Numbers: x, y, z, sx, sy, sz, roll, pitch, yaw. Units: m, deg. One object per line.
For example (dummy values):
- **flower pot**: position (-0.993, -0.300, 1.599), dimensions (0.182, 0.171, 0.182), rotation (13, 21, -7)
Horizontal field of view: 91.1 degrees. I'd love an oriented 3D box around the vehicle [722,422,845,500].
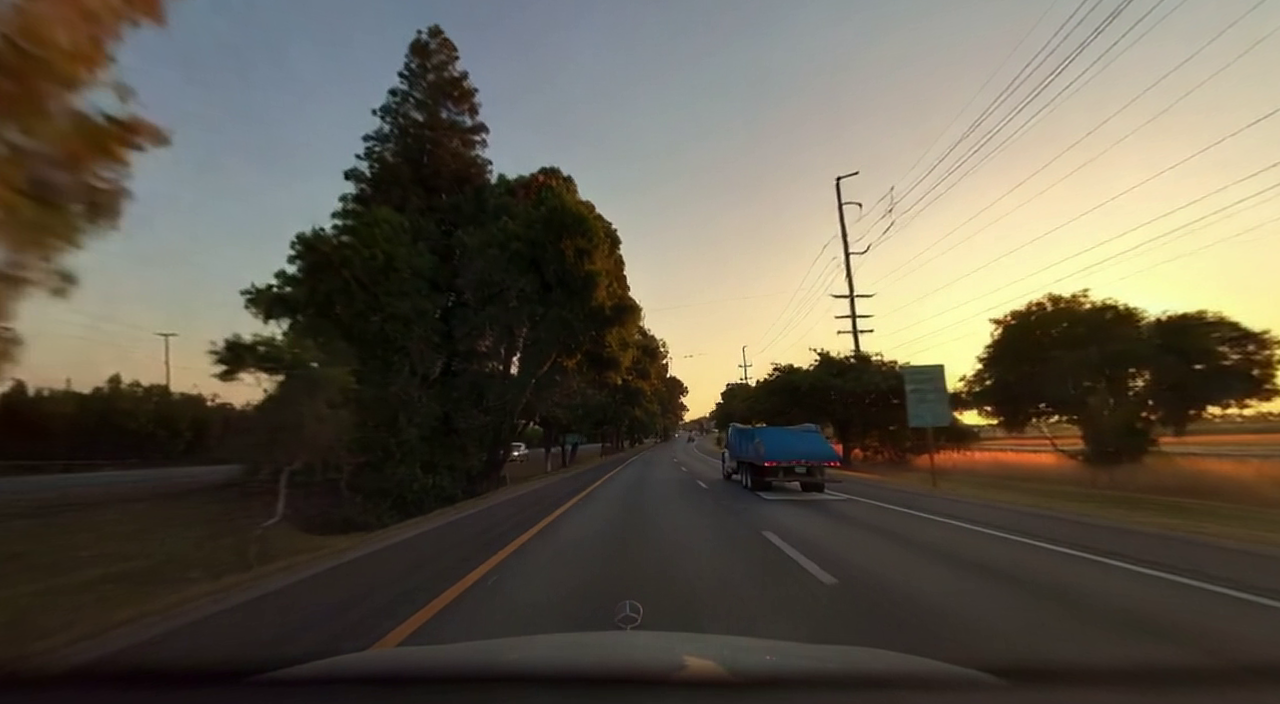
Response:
- **vehicle**: position (3.787, 3.009, 17.815), dimensions (2.228, 1.852, 5.449), rotation (0, -8, 0)
